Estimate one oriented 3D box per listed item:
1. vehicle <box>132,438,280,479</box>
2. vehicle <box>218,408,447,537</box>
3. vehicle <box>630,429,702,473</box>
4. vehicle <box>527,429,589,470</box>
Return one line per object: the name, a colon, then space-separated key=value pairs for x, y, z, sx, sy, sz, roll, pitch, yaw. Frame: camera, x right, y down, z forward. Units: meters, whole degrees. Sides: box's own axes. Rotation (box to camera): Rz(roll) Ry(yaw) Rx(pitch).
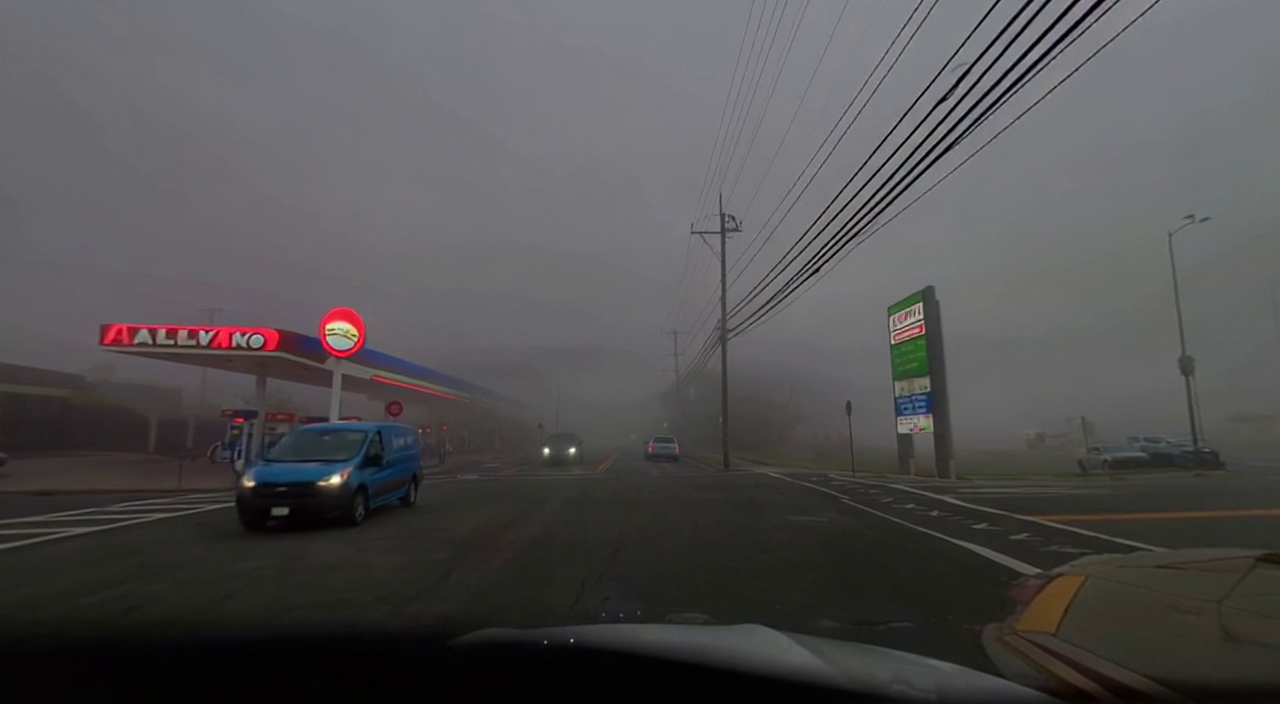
vehicle: x=-17.094 y=4.167 z=24.928 sx=5.116 sy=1.487 sz=1.928 roll=-3 pitch=-9 yaw=17
vehicle: x=-5.387 y=2.178 z=12.049 sx=2.222 sy=1.931 sz=4.882 roll=1 pitch=-9 yaw=-5
vehicle: x=0.989 y=4.160 z=26.683 sx=2.000 sy=1.663 sz=4.271 roll=2 pitch=-9 yaw=-13
vehicle: x=-3.942 y=4.835 z=31.324 sx=2.274 sy=1.844 sz=4.843 roll=0 pitch=-9 yaw=1
